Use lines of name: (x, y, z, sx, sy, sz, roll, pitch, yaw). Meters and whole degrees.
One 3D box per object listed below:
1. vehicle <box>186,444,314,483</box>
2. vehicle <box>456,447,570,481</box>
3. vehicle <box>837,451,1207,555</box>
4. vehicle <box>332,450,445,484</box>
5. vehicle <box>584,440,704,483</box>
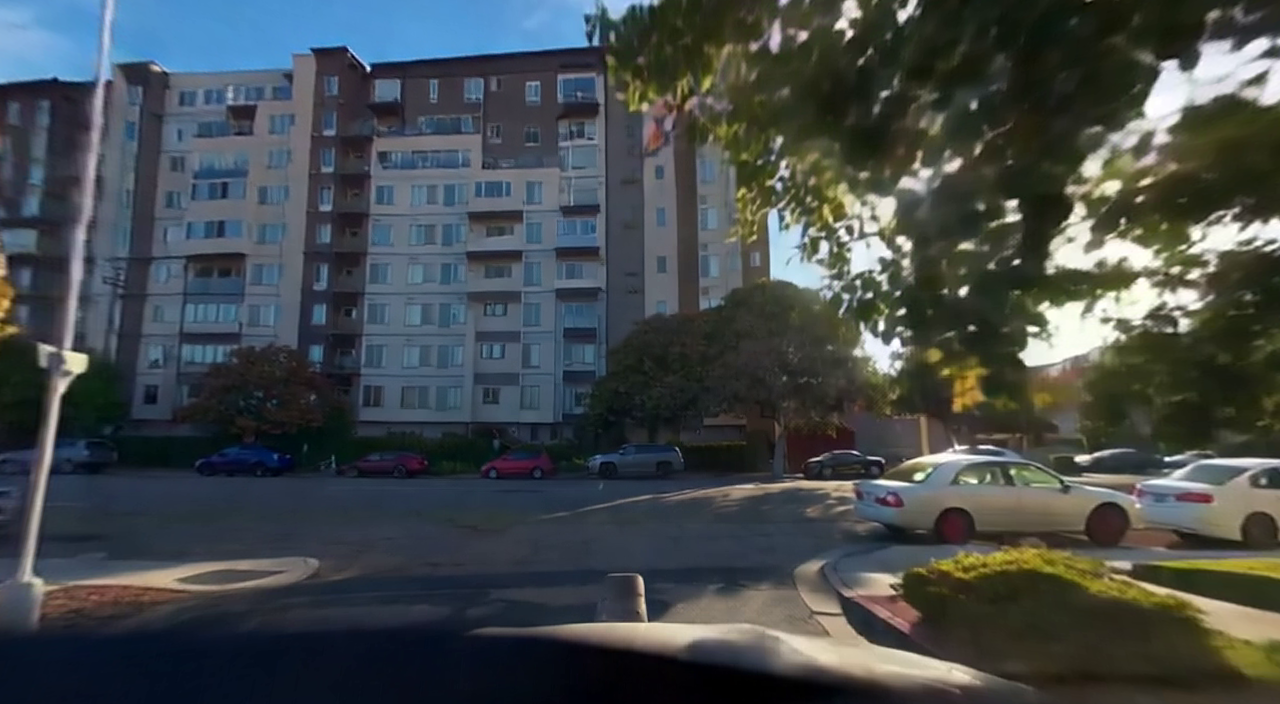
vehicle: (-17.465, 4.992, 28.488, 4.426, 1.641, 1.889, 0, -8, -4)
vehicle: (-5.715, 5.133, 28.869, 4.851, 1.339, 1.785, -1, -11, -2)
vehicle: (5.915, 2.382, 10.332, 4.714, 1.471, 1.978, -1, -8, 2)
vehicle: (-11.339, 5.211, 28.711, 4.336, 1.438, 1.776, 1, -8, -3)
vehicle: (0.124, 5.003, 28.950, 5.299, 1.860, 2.098, 1, -10, -4)
